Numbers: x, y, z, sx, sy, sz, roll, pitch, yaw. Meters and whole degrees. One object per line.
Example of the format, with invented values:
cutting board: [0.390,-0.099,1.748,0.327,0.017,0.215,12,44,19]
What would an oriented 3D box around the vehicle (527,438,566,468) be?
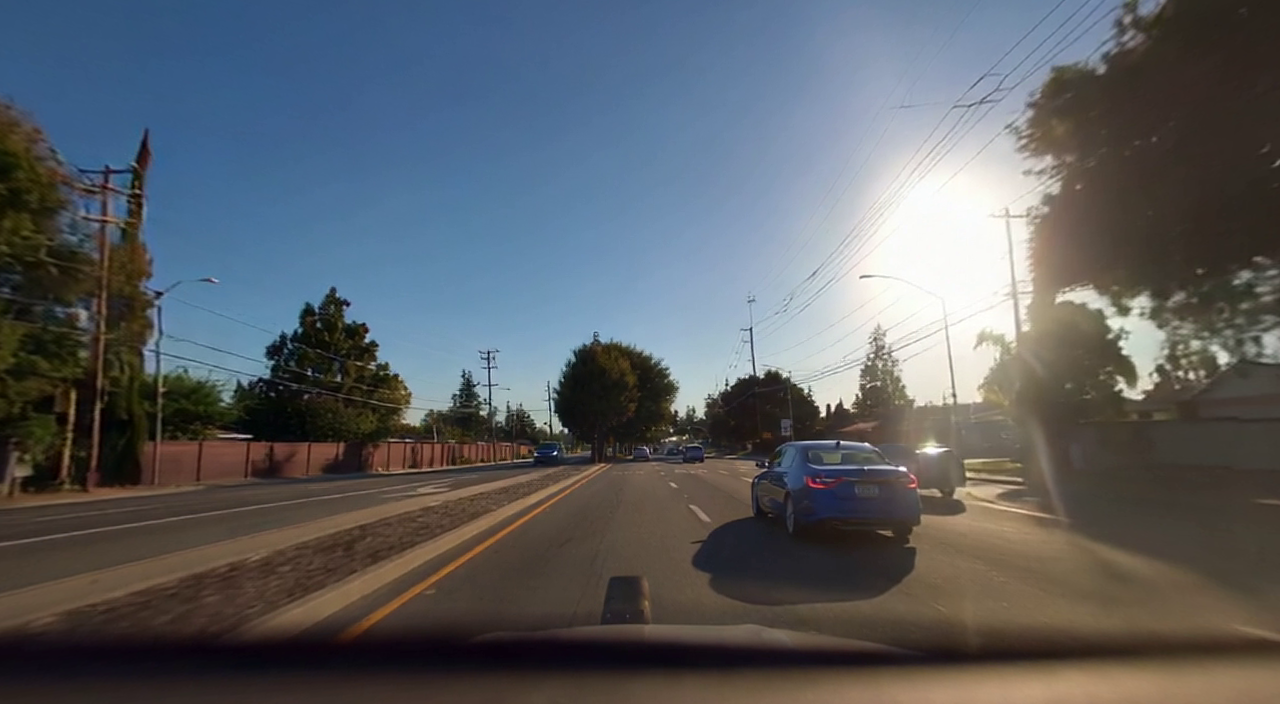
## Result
vehicle: [-6.367,6.940,43.470,1.983,1.882,4.281,0,-8,0]

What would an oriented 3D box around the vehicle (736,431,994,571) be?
vehicle: [2.763,1.928,8.988,2.063,1.481,4.247,0,-8,-1]
